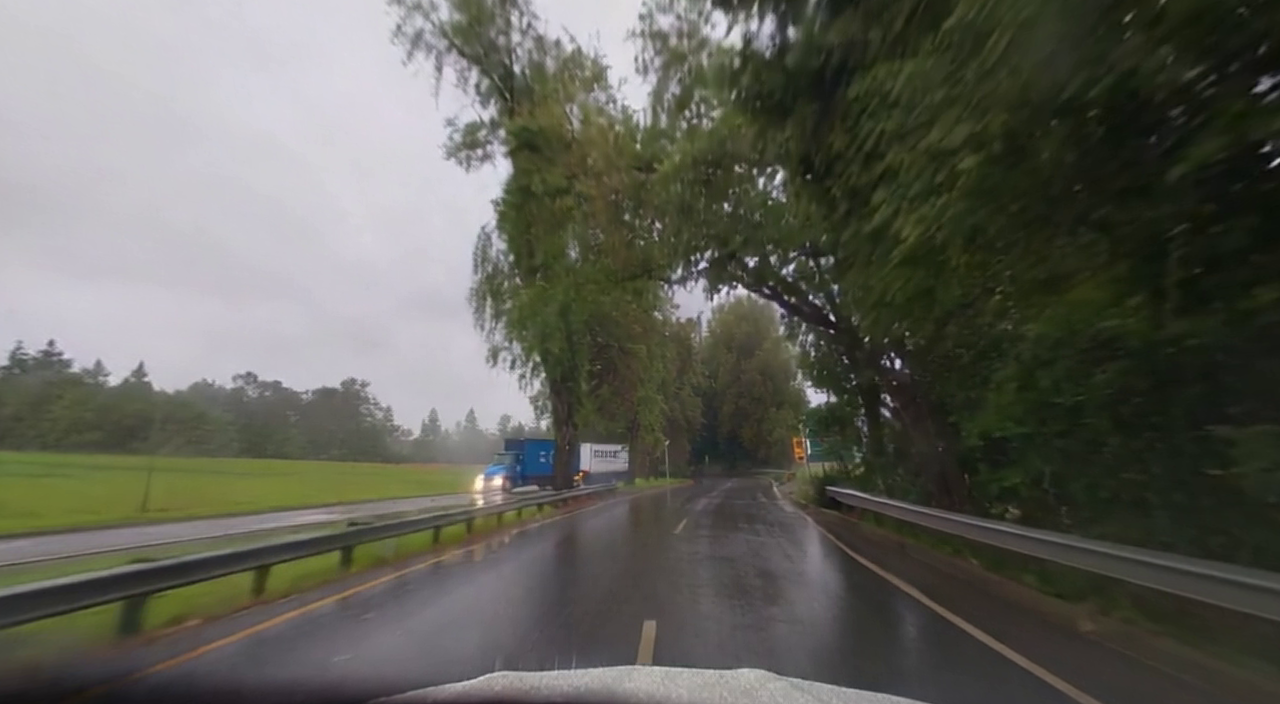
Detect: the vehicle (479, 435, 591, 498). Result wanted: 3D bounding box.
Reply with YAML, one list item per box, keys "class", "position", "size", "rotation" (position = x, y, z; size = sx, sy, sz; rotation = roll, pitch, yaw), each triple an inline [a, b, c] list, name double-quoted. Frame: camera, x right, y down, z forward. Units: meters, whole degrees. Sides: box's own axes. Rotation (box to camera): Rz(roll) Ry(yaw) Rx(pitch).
- class: "vehicle"
  position: [-7.771, 8.825, 48.460]
  size: [2.952, 4.284, 9.811]
  rotation: [-6, -12, 29]
